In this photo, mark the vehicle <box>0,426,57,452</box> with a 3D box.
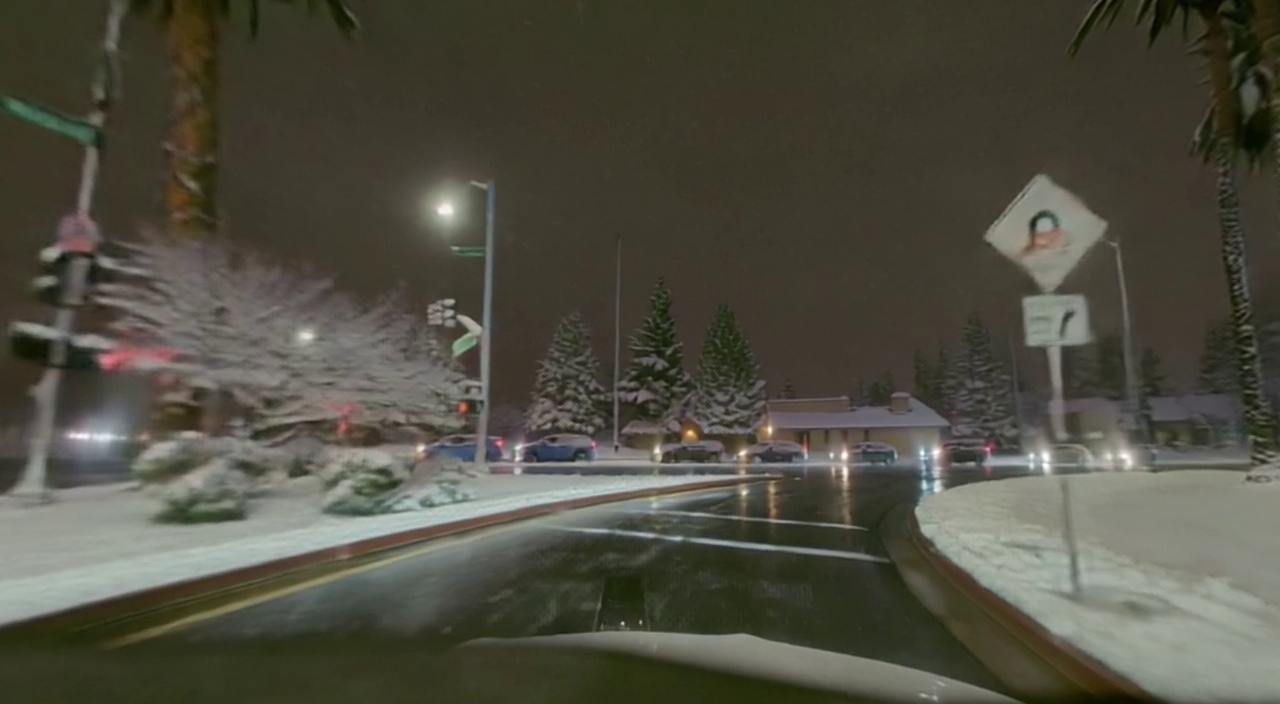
[{"bbox_3d":[-43.815,6.245,44.671,1.884,1.678,4.527,3,-10,-23],"label":"vehicle"}]

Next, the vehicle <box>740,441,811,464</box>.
[{"bbox_3d":[9.722,7.200,44.901,4.774,1.493,1.854,5,-9,-24],"label":"vehicle"}]

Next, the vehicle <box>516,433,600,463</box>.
[{"bbox_3d":[-5.025,5.845,38.336,4.713,1.664,1.909,3,-10,-24],"label":"vehicle"}]

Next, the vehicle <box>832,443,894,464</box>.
[{"bbox_3d":[17.117,7.792,48.174,4.291,1.474,1.857,3,-12,-24],"label":"vehicle"}]

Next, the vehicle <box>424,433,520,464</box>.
[{"bbox_3d":[-8.941,5.158,33.439,4.648,1.501,1.862,5,-10,-23],"label":"vehicle"}]

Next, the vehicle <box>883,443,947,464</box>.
[{"bbox_3d":[20.353,7.496,46.435,4.356,1.543,1.844,4,-9,-24],"label":"vehicle"}]

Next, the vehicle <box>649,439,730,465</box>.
[{"bbox_3d":[3.302,6.716,41.925,5.112,1.593,1.865,5,-12,-22],"label":"vehicle"}]

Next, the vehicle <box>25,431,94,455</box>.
[{"bbox_3d":[-37.442,5.901,40.613,1.900,1.462,4.225,4,-9,-24],"label":"vehicle"}]

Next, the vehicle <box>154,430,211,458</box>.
[{"bbox_3d":[-30.609,6.186,42.134,2.114,1.784,4.450,4,-9,-24],"label":"vehicle"}]

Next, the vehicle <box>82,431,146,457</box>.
[{"bbox_3d":[-33.969,5.967,40.680,1.977,1.584,3.983,4,-9,-23],"label":"vehicle"}]

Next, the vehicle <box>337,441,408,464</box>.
[{"bbox_3d":[-18.585,6.974,43.653,4.389,1.502,1.794,4,-9,-23],"label":"vehicle"}]
